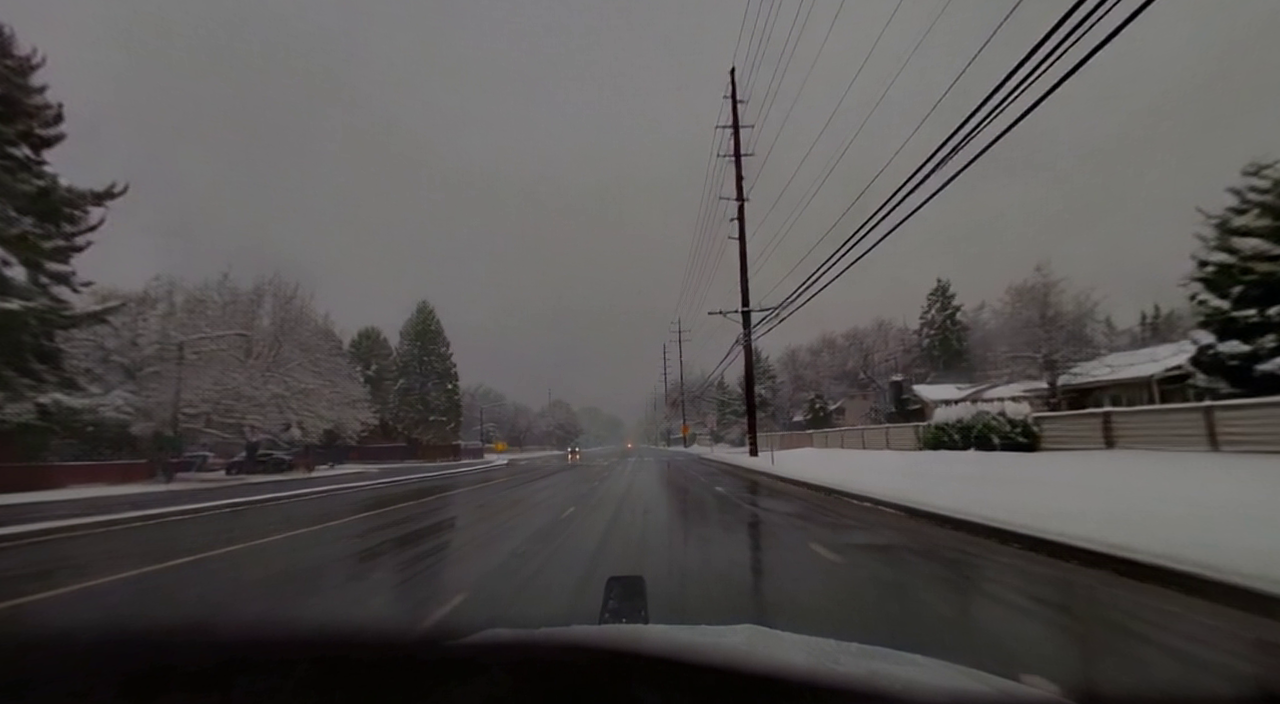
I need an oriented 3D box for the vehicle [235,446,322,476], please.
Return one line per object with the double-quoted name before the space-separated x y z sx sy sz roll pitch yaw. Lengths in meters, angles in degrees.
"vehicle" -25.177 7.540 43.905 5.246 1.961 2.280 -3 -8 20
